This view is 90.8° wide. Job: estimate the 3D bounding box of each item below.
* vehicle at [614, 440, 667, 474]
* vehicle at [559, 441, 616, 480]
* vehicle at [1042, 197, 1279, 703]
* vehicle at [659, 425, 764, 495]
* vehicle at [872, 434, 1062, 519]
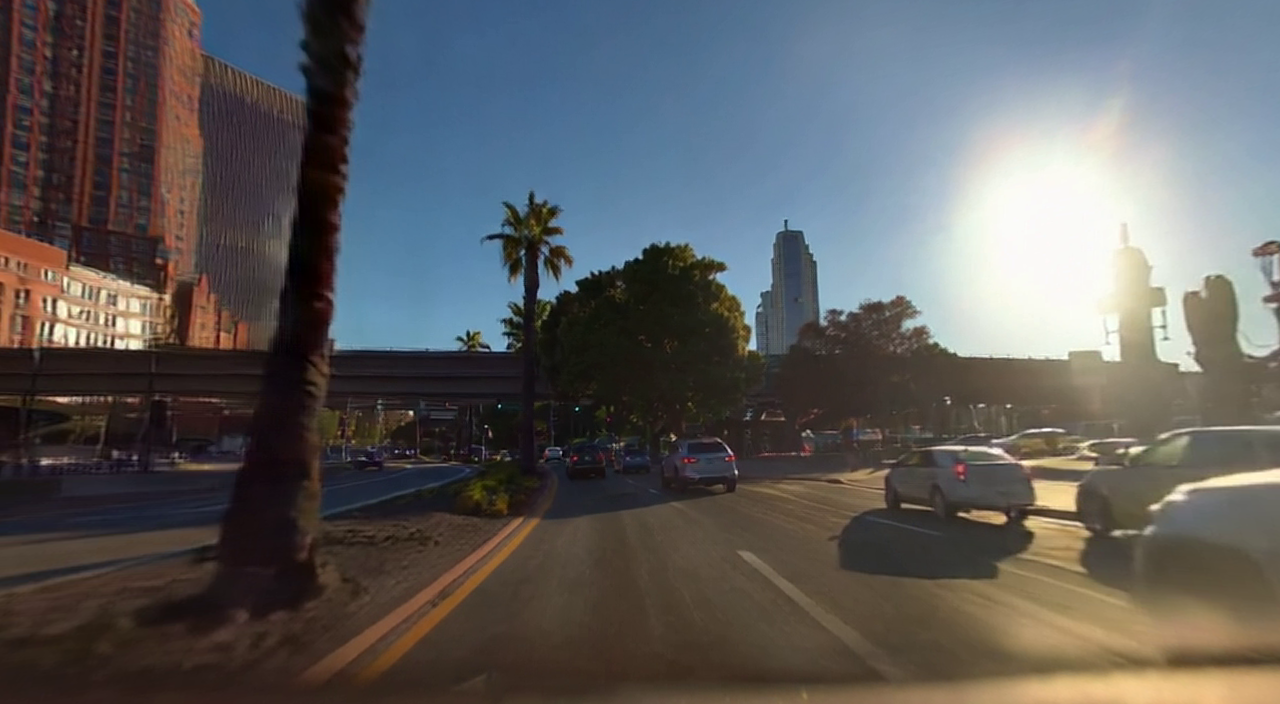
[{"bbox_3d":[-0.060,5.853,35.423,2.214,1.711,4.474,1,-9,-10],"label":"vehicle"},{"bbox_3d":[-2.553,5.016,29.596,2.332,1.625,4.933,1,-9,-8],"label":"vehicle"},{"bbox_3d":[3.537,0.333,0.878,2.434,2.171,5.098,0,-9,-2],"label":"vehicle"},{"bbox_3d":[2.125,3.477,20.707,2.407,1.991,5.130,1,-9,-5],"label":"vehicle"},{"bbox_3d":[7.121,2.738,14.421,1.914,1.596,4.494,0,-9,0],"label":"vehicle"}]
